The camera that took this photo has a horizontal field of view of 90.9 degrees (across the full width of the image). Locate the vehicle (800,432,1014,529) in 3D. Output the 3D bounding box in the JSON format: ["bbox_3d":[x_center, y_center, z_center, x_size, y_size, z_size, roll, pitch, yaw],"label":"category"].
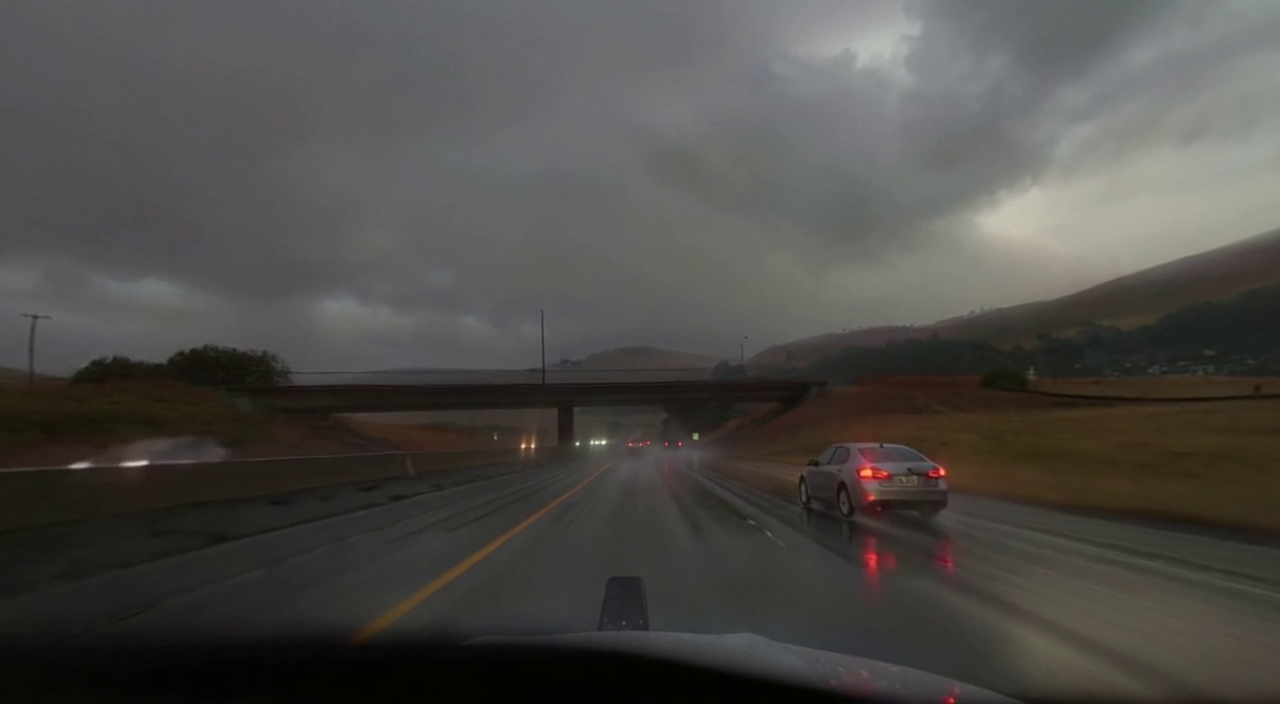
[{"bbox_3d":[4.780,2.348,12.245,2.027,1.487,4.718,0,-8,-1],"label":"vehicle"}]
